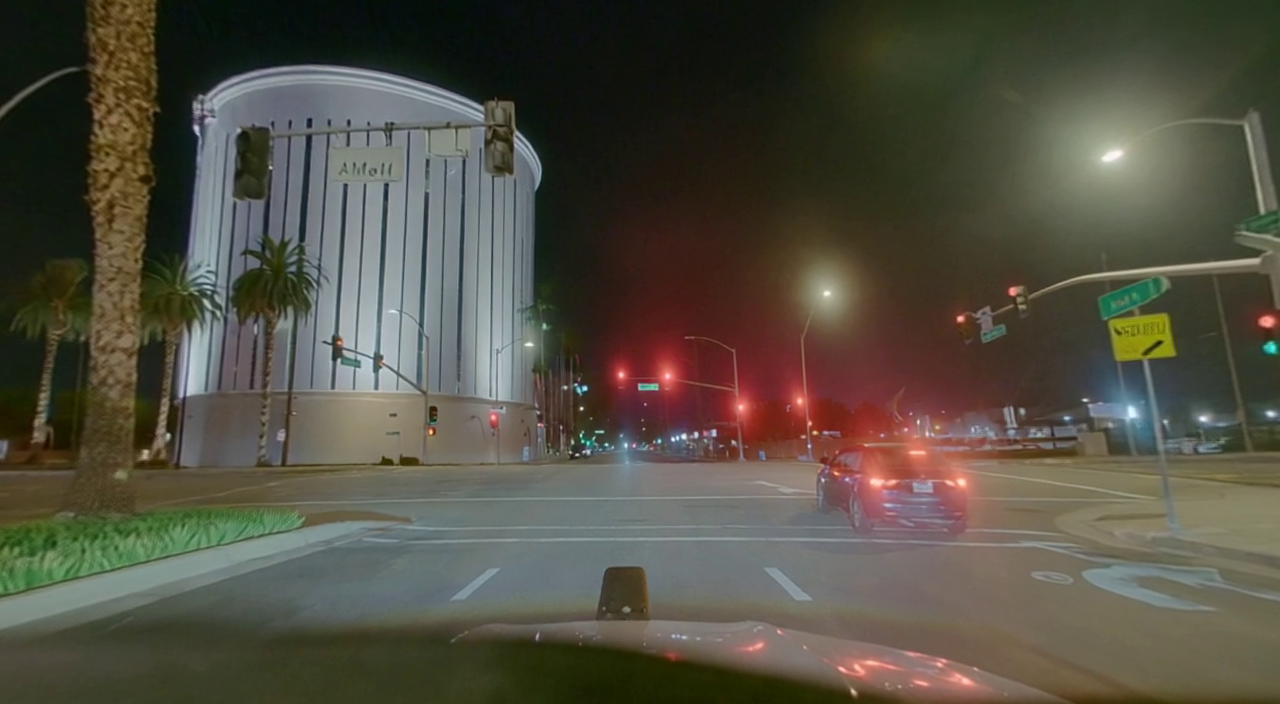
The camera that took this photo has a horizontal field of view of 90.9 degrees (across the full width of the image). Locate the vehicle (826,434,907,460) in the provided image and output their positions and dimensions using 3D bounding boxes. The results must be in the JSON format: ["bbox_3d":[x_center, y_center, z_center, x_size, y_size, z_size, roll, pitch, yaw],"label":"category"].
[{"bbox_3d":[15.035,6.355,41.995,4.648,1.665,1.910,0,-8,-1],"label":"vehicle"}]

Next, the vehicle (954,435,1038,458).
[{"bbox_3d":[23.536,6.262,41.763,4.423,1.465,1.798,0,-8,0],"label":"vehicle"}]

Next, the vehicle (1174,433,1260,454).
[{"bbox_3d":[42.121,6.695,46.079,4.437,1.469,1.811,0,-8,0],"label":"vehicle"}]

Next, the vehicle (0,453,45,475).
[{"bbox_3d":[-48.024,8.497,47.928,3.786,1.555,1.702,0,-8,2],"label":"vehicle"}]

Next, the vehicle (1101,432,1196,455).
[{"bbox_3d":[33.307,5.986,41.358,4.567,1.458,1.791,0,-8,1],"label":"vehicle"}]

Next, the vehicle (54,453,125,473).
[{"bbox_3d":[-41.713,8.417,47.803,3.698,1.467,1.779,0,-8,0],"label":"vehicle"}]

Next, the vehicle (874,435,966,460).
[{"bbox_3d":[16.939,5.774,38.254,4.684,1.461,1.777,0,-8,-1],"label":"vehicle"}]

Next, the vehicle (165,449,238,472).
[{"bbox_3d":[-33.204,8.203,47.796,4.136,1.661,1.857,0,-8,0],"label":"vehicle"}]
